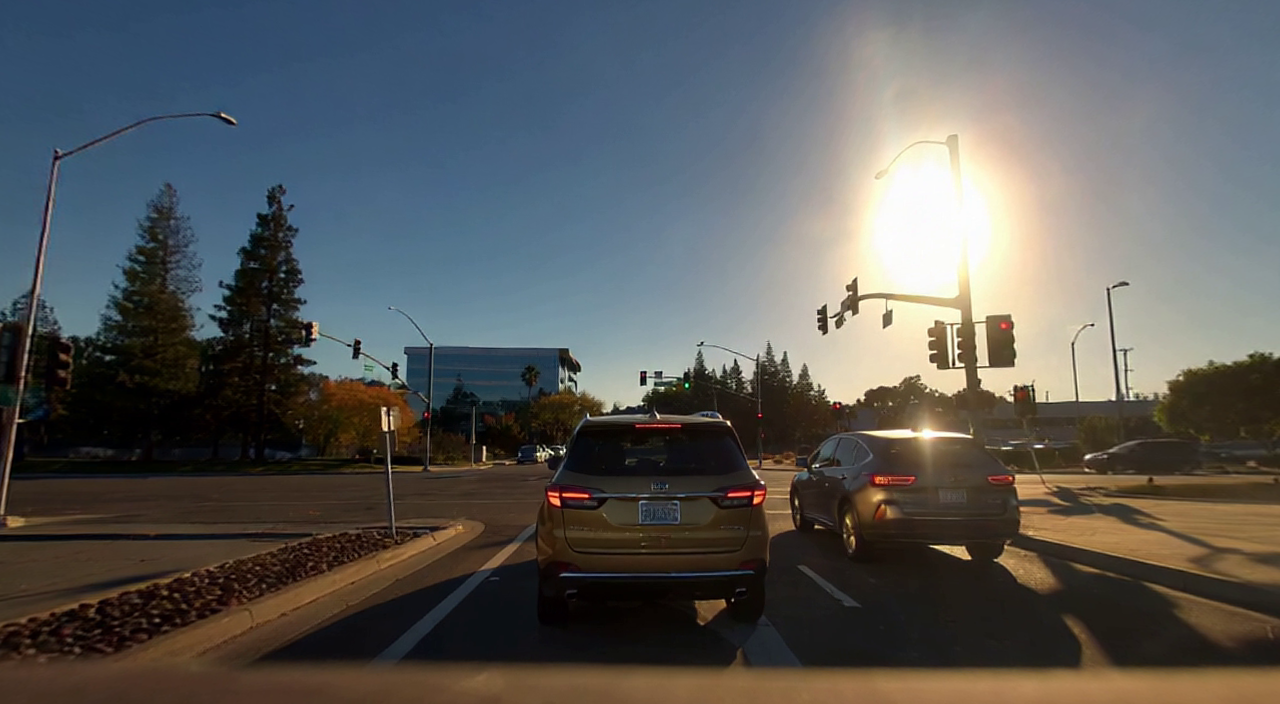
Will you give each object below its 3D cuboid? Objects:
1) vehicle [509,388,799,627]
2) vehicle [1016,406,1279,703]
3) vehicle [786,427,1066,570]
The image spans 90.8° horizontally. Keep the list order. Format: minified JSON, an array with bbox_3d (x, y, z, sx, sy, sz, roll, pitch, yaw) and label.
[{"bbox_3d":[0.101,1.497,7.060,2.170,1.793,4.468,0,-8,0],"label":"vehicle"},{"bbox_3d":[3.159,0.817,1.427,1.924,1.466,4.461,0,-8,1],"label":"vehicle"},{"bbox_3d":[3.521,1.860,8.851,1.861,1.495,4.215,0,-8,-1],"label":"vehicle"}]
